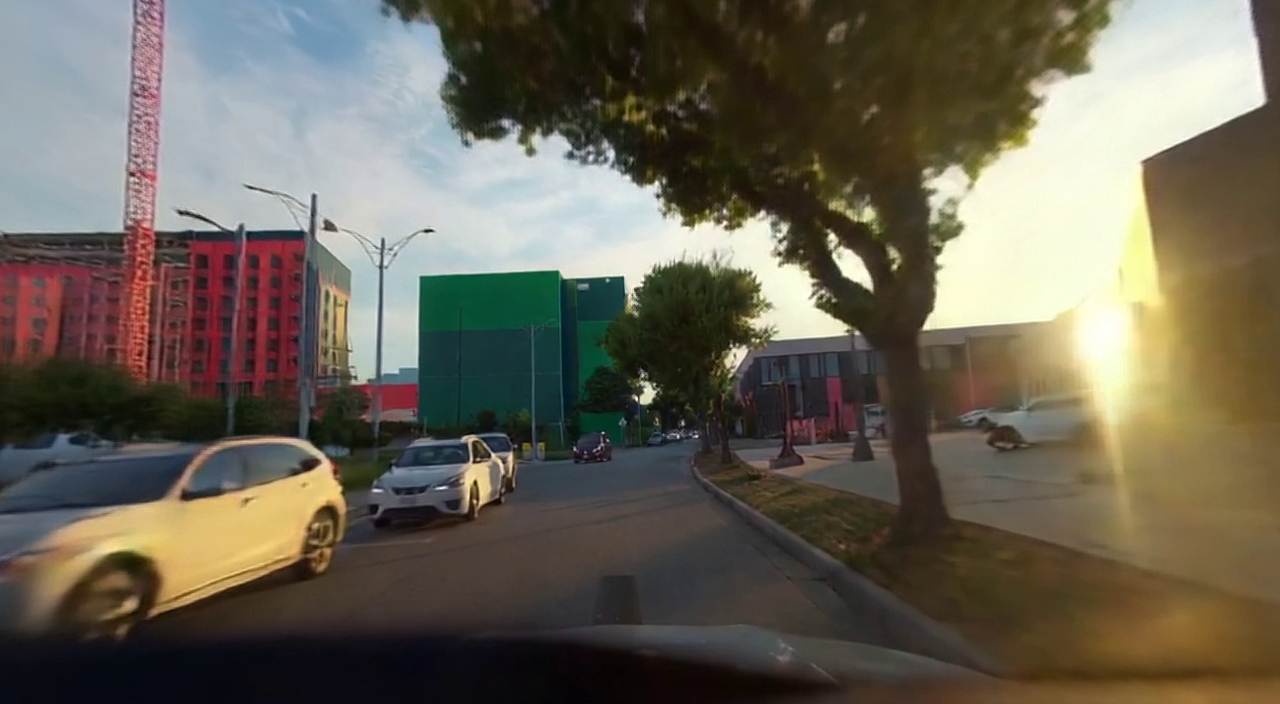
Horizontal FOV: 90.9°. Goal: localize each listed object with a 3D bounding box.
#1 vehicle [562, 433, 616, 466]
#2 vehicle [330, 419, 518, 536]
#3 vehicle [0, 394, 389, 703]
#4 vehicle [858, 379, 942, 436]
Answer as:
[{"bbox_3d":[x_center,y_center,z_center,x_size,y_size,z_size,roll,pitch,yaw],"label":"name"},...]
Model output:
[{"bbox_3d":[-2.668,5.206,33.980,1.967,1.646,4.192,-2,-8,10],"label":"vehicle"},{"bbox_3d":[-3.599,2.128,11.464,2.026,1.699,4.224,0,-8,-2],"label":"vehicle"},{"bbox_3d":[-3.770,1.280,4.831,1.980,1.635,4.153,0,-8,0],"label":"vehicle"},{"bbox_3d":[19.410,4.448,47.797,3.031,3.863,9.734,-1,-8,6],"label":"vehicle"}]
